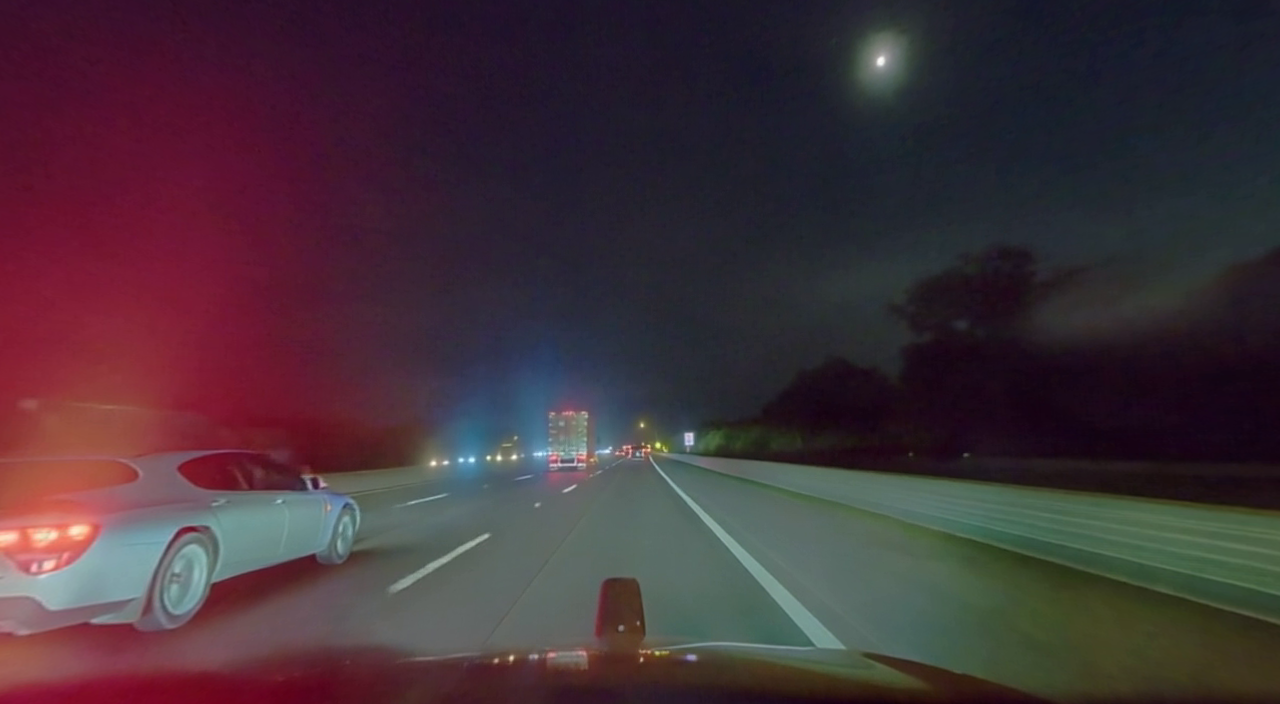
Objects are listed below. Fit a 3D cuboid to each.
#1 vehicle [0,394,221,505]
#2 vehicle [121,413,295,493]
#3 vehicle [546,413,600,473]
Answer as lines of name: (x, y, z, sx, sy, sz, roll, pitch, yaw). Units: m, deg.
vehicle: (-24.492, 4.191, 27.059, 2.843, 3.924, 14.815, 0, -9, 0)
vehicle: (-20.043, 4.785, 30.075, 2.739, 3.287, 7.745, 0, -9, 0)
vehicle: (-4.154, 5.875, 40.585, 2.707, 3.461, 7.191, 0, -9, 0)
